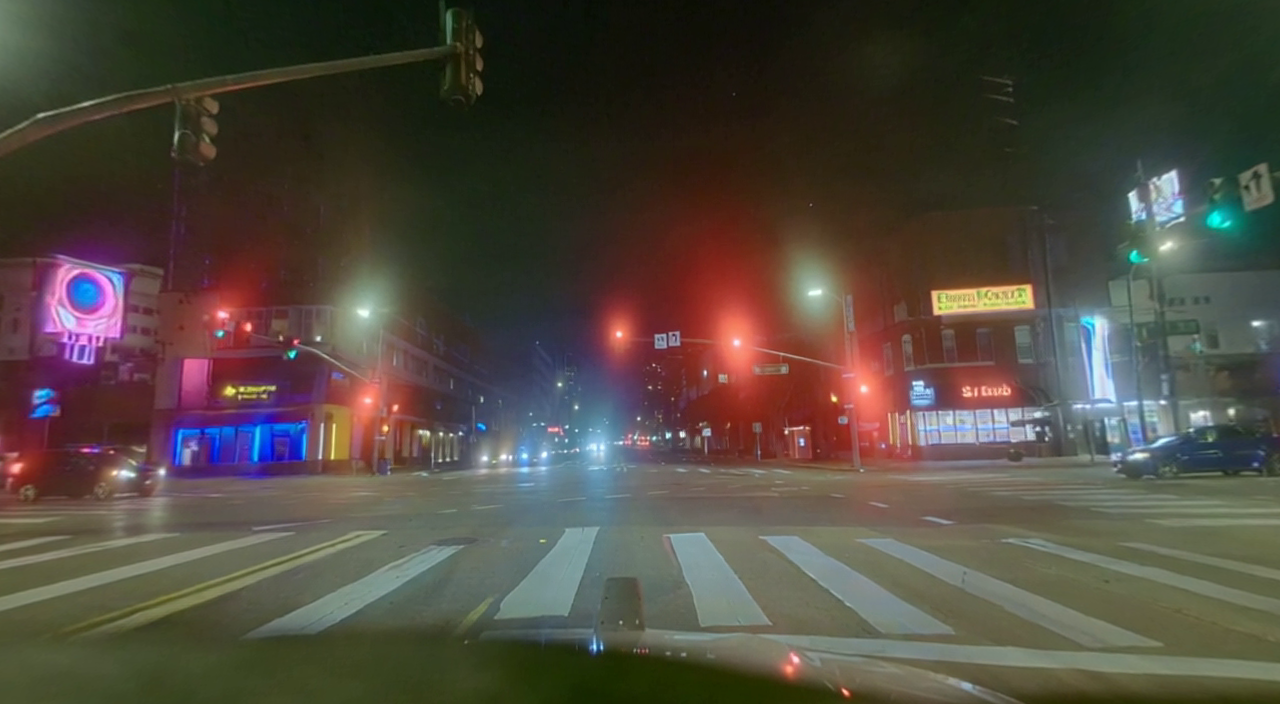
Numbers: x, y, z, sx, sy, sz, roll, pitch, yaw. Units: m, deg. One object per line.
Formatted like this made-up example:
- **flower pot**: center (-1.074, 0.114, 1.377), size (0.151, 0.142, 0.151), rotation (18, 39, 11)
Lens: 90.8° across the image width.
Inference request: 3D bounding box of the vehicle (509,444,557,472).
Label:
- **vehicle**: center (-6.808, 6.774, 40.665), size (2.181, 1.703, 4.512), rotation (-1, -8, 2)

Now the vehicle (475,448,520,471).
- **vehicle**: center (-9.850, 7.446, 44.035), size (2.106, 1.505, 4.228), rotation (0, -8, 0)

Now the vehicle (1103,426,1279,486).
- **vehicle**: center (15.418, 2.740, 16.698), size (4.651, 1.463, 1.880), rotation (-2, -9, 8)

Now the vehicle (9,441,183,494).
- **vehicle**: center (-21.160, 4.473, 24.698), size (5.161, 1.910, 2.275), rotation (-2, -9, 11)
